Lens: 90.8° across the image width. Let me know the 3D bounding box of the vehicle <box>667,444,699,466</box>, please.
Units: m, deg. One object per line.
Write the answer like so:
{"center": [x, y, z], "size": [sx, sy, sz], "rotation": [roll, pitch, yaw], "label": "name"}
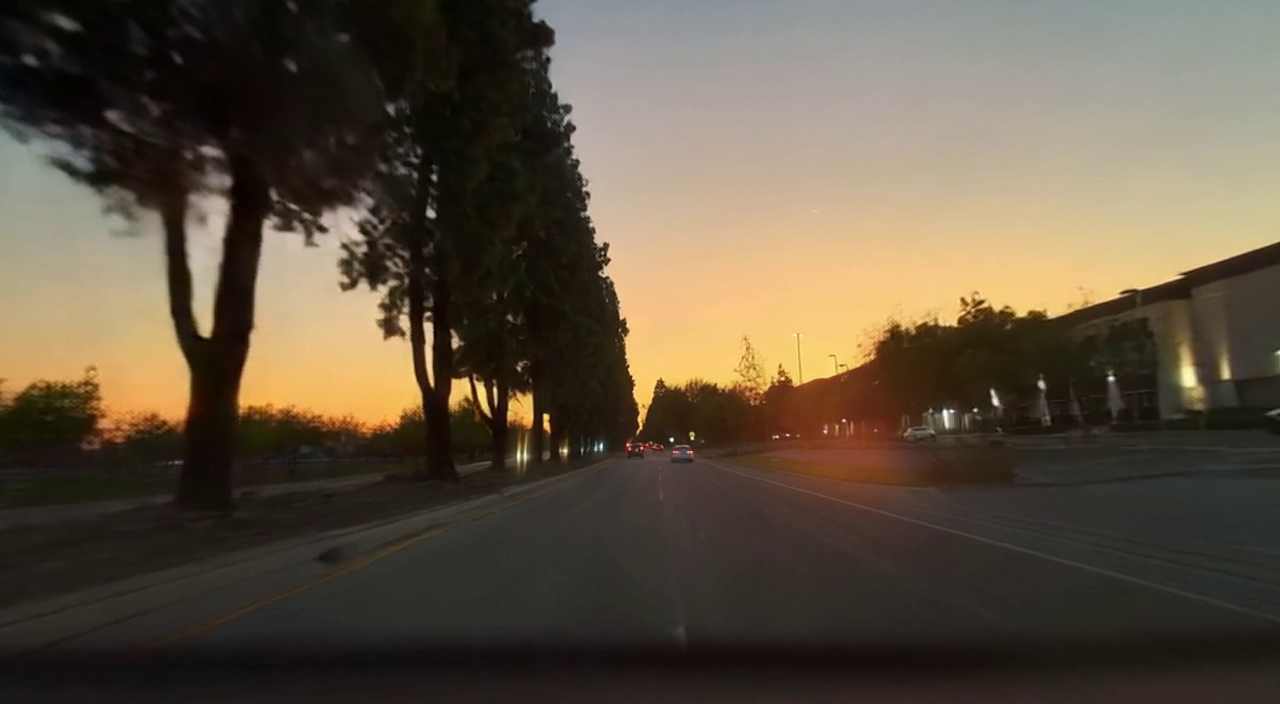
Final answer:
{"center": [3.036, 7.448, 45.664], "size": [1.925, 1.488, 4.271], "rotation": [0, -8, -1], "label": "vehicle"}
